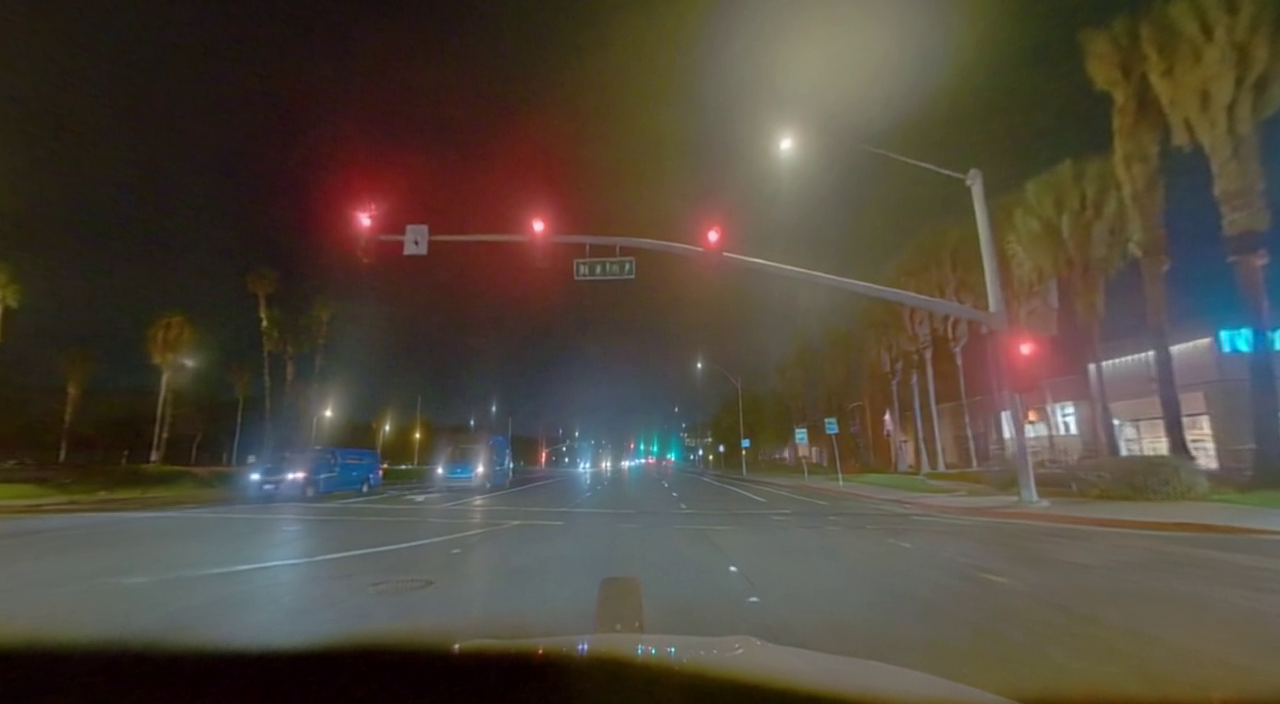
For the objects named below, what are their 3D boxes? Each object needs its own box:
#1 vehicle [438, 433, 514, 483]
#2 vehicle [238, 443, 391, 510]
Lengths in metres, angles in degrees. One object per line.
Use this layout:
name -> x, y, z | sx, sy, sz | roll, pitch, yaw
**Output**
vehicle -> -9.700, 6.354, 38.146 | 2.509, 2.712, 7.034 | -1, -9, 2
vehicle -> -9.284, 3.547, 18.542 | 2.074, 1.681, 4.417 | 0, -9, 1
